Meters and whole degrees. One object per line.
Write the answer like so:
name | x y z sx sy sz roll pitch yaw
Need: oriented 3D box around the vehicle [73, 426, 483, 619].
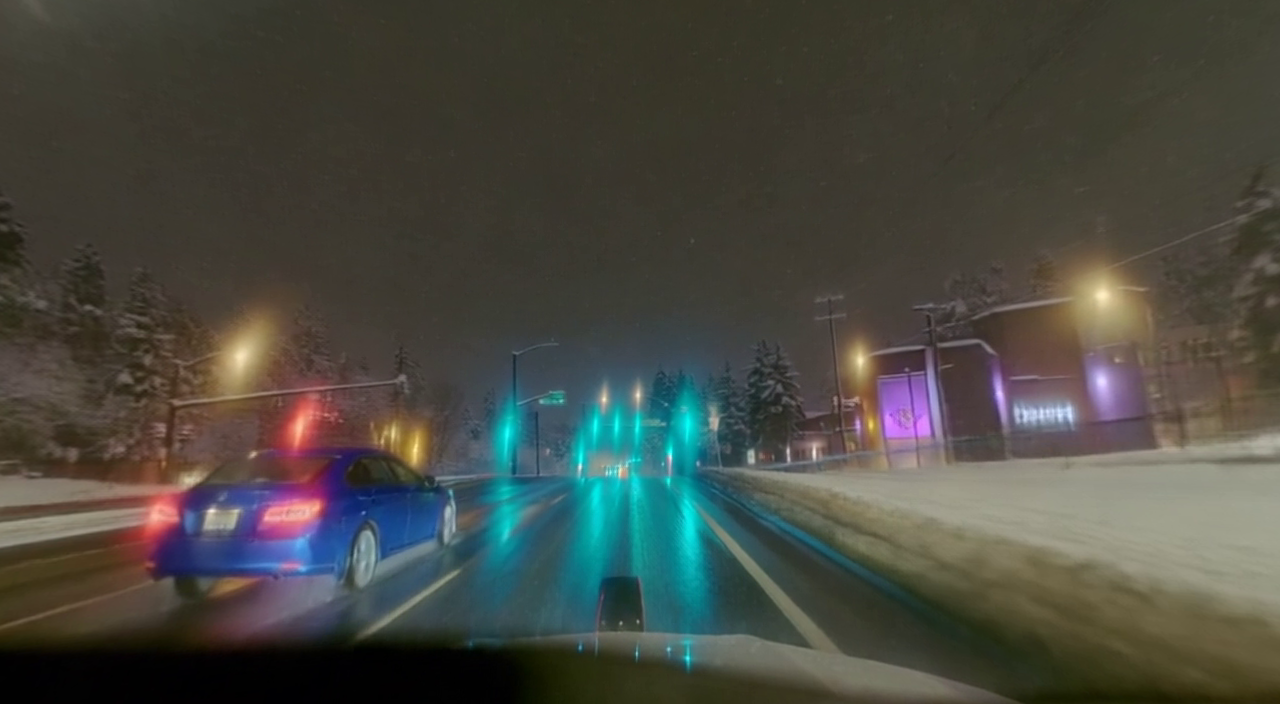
vehicle | -3.341 1.642 7.097 2.041 1.470 4.290 0 -9 0
